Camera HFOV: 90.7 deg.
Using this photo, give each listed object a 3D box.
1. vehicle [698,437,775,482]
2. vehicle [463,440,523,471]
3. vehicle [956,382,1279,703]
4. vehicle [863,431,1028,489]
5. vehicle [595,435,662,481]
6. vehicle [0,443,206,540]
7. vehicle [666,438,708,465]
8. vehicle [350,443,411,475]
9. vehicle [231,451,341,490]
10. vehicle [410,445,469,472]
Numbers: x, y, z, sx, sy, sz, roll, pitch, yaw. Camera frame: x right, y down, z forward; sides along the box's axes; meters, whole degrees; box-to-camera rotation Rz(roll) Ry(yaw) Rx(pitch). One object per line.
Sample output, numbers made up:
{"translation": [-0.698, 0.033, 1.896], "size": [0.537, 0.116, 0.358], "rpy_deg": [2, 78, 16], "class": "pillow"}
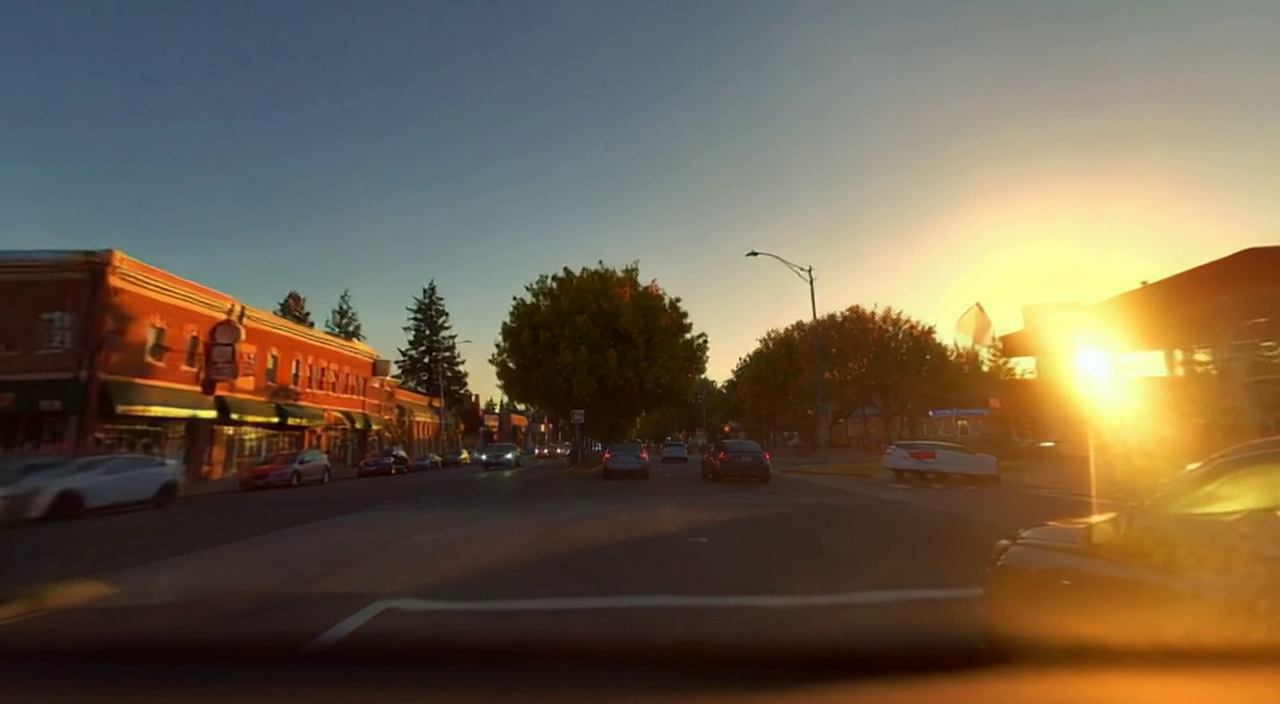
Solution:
{"translation": [3.427, 3.904, 23.302], "size": [2.060, 1.471, 4.168], "rpy_deg": [0, -8, -1], "class": "vehicle"}
{"translation": [-8.073, 5.738, 35.246], "size": [2.240, 1.550, 4.760], "rpy_deg": [0, -8, 0], "class": "vehicle"}
{"translation": [3.189, 0.819, 1.886], "size": [2.097, 1.502, 4.470], "rpy_deg": [0, -8, -1], "class": "vehicle"}
{"translation": [9.947, 3.568, 21.044], "size": [4.464, 1.755, 2.236], "rpy_deg": [-2, -9, 14], "class": "vehicle"}
{"translation": [-0.415, 3.850, 23.207], "size": [2.232, 1.508, 4.319], "rpy_deg": [0, -8, -1], "class": "vehicle"}
{"translation": [-11.613, 2.691, 12.955], "size": [2.117, 1.592, 4.660], "rpy_deg": [0, -8, 0], "class": "vehicle"}
{"translation": [2.799, 5.998, 38.282], "size": [2.098, 1.527, 3.966], "rpy_deg": [0, -8, -2], "class": "vehicle"}
{"translation": [-15.628, 6.456, 38.369], "size": [1.979, 1.819, 4.308], "rpy_deg": [0, -8, -1], "class": "vehicle"}
{"translation": [-14.963, 4.993, 27.116], "size": [2.007, 1.463, 4.792], "rpy_deg": [0, -8, -1], "class": "vehicle"}
{"translation": [-11.630, 6.192, 37.064], "size": [1.915, 1.473, 4.573], "rpy_deg": [-1, -8, 1], "class": "vehicle"}
